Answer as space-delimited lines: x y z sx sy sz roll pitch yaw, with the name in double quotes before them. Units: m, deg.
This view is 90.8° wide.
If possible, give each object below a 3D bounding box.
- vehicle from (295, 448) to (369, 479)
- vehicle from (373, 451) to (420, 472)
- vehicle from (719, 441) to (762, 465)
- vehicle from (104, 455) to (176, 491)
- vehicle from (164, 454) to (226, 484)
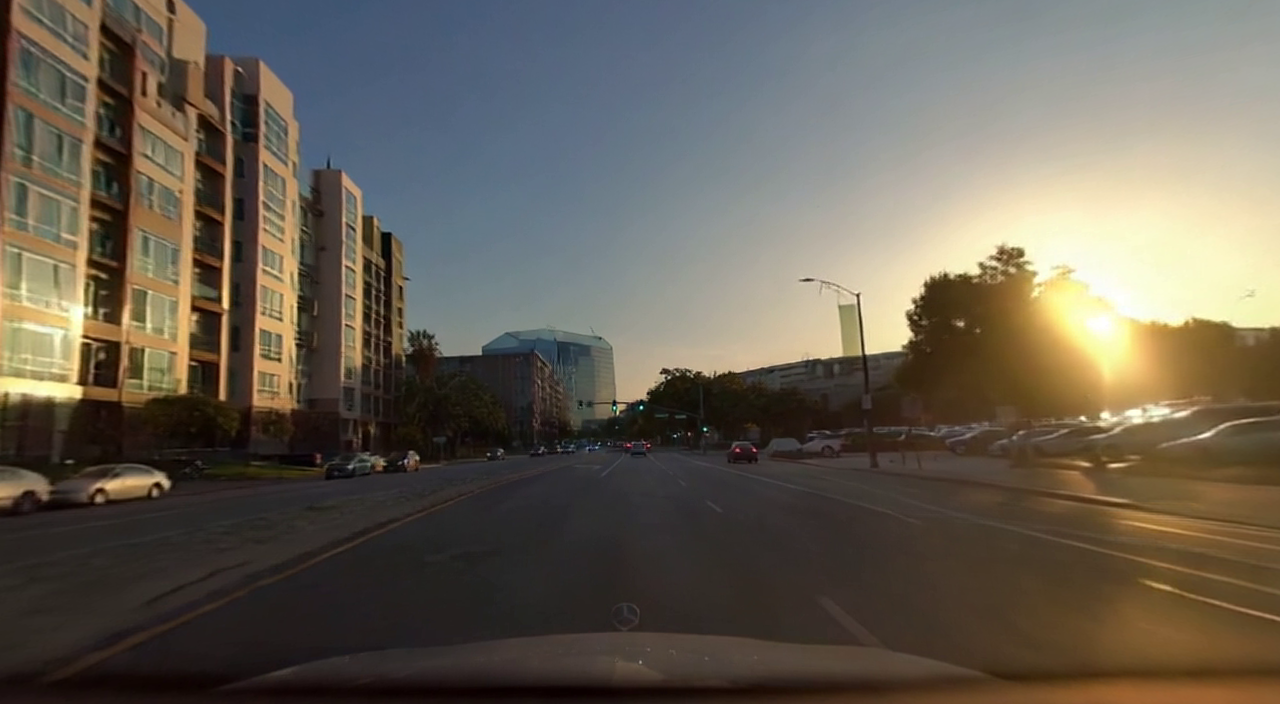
"vehicle" -18.672 6.743 38.606 2.047 1.756 4.844 0 -9 0
"vehicle" -18.742 8.422 48.859 1.861 1.499 4.605 0 -9 -1
"vehicle" 6.468 6.566 41.136 1.992 1.447 4.414 1 -9 -1
"vehicle" -28.088 6.765 35.667 1.959 1.677 4.861 1 -8 -24
"vehicle" -25.697 6.749 36.634 2.099 1.561 4.013 4 -9 -24
